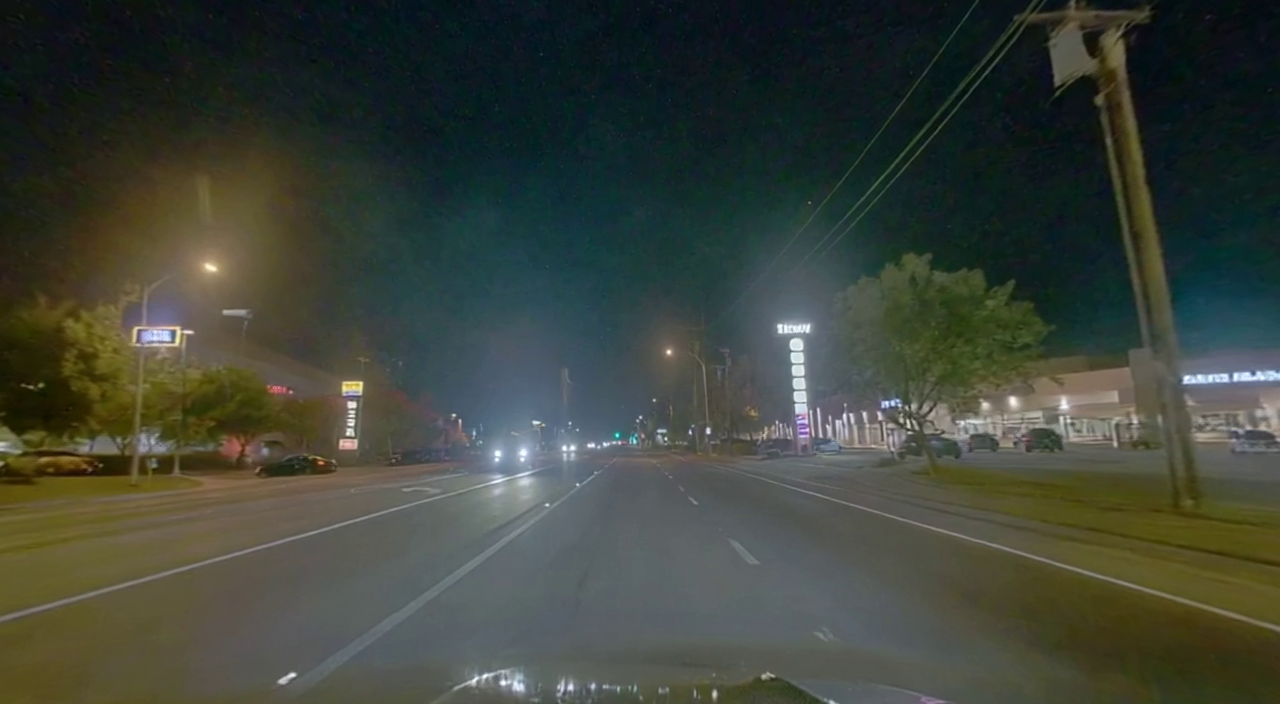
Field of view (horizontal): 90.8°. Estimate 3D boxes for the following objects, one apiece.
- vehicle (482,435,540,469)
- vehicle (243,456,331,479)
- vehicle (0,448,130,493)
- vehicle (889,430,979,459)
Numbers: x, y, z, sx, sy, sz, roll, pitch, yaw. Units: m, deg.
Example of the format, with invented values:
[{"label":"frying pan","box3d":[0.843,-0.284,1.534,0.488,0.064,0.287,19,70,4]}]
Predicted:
[{"label":"vehicle","box3d":[-7.826,6.106,38.917,2.452,1.905,6.188,0,-8,-2]},{"label":"vehicle","box3d":[-23.270,7.617,41.770,4.578,1.448,1.904,0,-8,-2]},{"label":"vehicle","box3d":[-30.451,6.152,33.288,2.271,1.965,5.778,-3,-7,0]},{"label":"vehicle","box3d":[16.663,5.233,35.781,4.647,1.514,1.891,4,-9,-23]}]
